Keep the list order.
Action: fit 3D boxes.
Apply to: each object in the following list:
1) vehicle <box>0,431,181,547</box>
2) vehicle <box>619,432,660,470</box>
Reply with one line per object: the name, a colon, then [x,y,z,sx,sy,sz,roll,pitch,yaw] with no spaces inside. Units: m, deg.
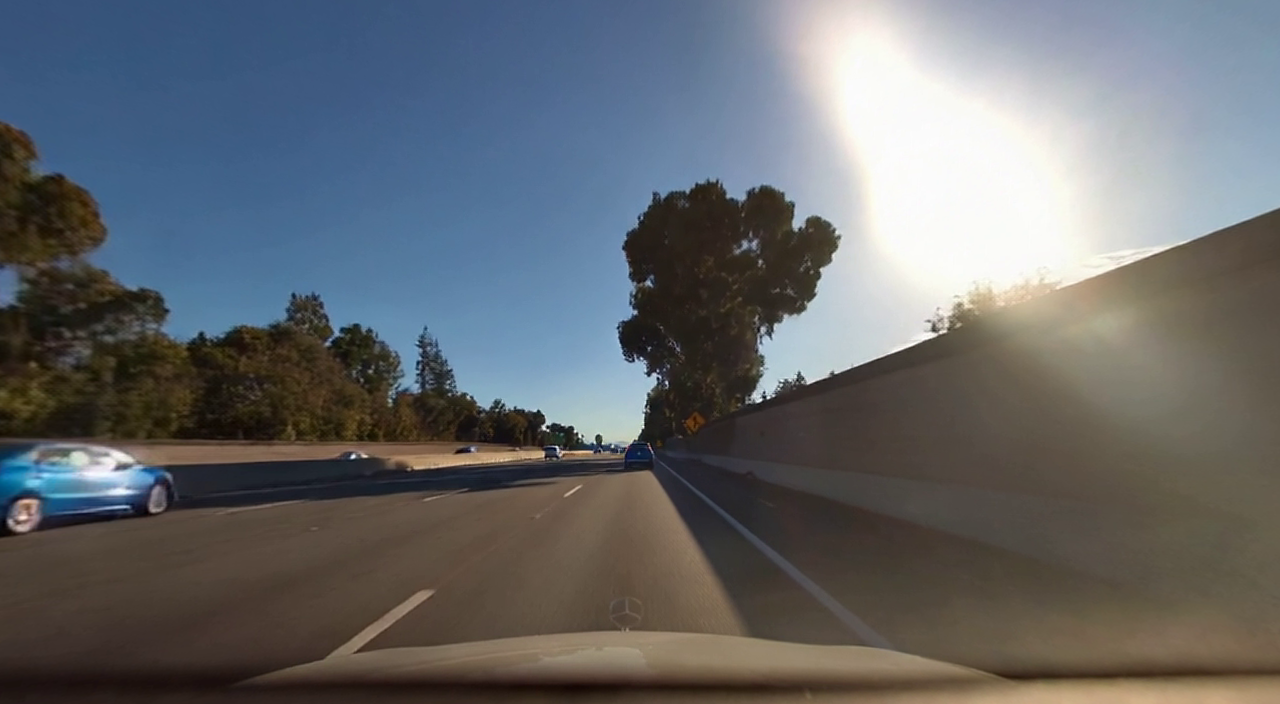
vehicle: [-10.324,2.151,10.214,2.037,1.661,4.885,0,-8,1]
vehicle: [-0.027,5.963,38.183,2.318,2.145,4.561,0,-8,0]
